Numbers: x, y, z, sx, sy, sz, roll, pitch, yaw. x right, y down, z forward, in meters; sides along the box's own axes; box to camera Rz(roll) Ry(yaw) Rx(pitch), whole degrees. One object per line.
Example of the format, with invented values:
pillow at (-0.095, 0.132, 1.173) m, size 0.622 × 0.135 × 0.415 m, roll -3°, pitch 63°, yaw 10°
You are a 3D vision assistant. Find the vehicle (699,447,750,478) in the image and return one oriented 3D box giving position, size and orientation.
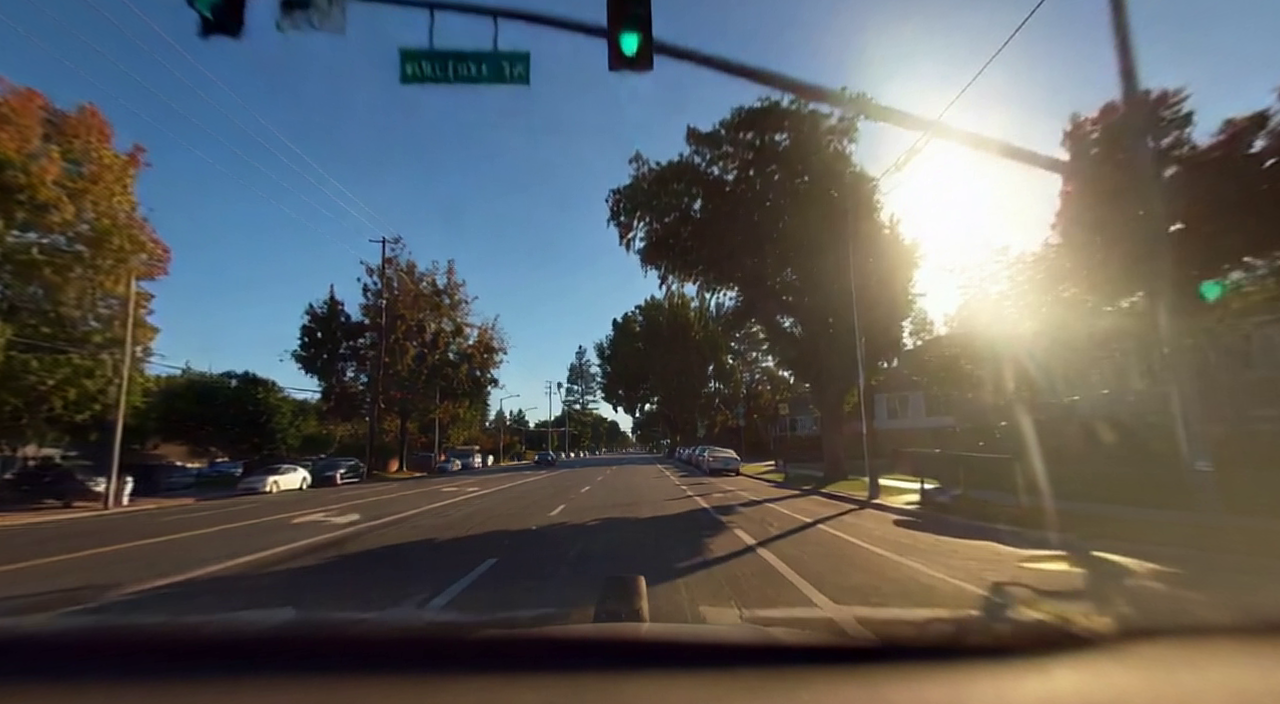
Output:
vehicle at (4.392, 5.846, 33.672) m, size 1.927 × 1.523 × 4.668 m, roll 0°, pitch -9°, yaw -2°

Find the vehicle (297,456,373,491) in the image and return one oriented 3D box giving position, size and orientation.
vehicle at (-17.839, 7.100, 37.259) m, size 2.105 × 1.734 × 4.673 m, roll -4°, pitch -8°, yaw 1°

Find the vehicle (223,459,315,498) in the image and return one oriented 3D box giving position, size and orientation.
vehicle at (-17.822, 6.079, 30.636) m, size 1.896 × 1.661 × 4.191 m, roll -1°, pitch -9°, yaw 0°

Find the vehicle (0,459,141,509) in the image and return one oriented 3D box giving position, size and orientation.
vehicle at (-23.274, 5.249, 25.384) m, size 4.488 × 1.810 × 2.003 m, roll 1°, pitch -9°, yaw -9°

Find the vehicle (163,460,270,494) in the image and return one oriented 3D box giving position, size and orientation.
vehicle at (-23.628, 6.964, 35.354) m, size 4.670 × 1.486 × 1.864 m, roll -4°, pitch -9°, yaw 1°
